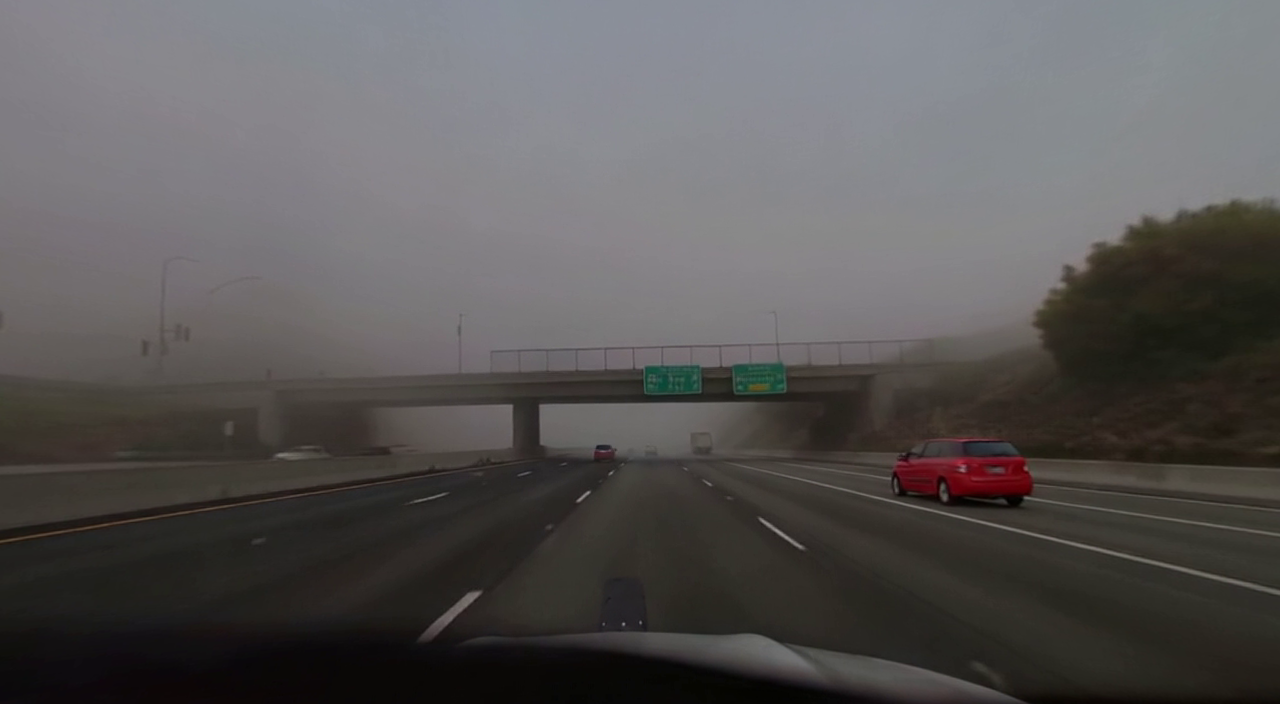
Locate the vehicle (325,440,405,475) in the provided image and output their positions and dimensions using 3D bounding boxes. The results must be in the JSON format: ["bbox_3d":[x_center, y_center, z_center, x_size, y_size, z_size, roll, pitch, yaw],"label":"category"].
[{"bbox_3d":[-13.021,5.013,30.158,1.858,1.535,4.320,0,-8,0],"label":"vehicle"}]

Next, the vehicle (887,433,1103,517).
[{"bbox_3d":[7.193,2.525,13.493,1.914,1.465,4.574,0,-8,0],"label":"vehicle"}]
